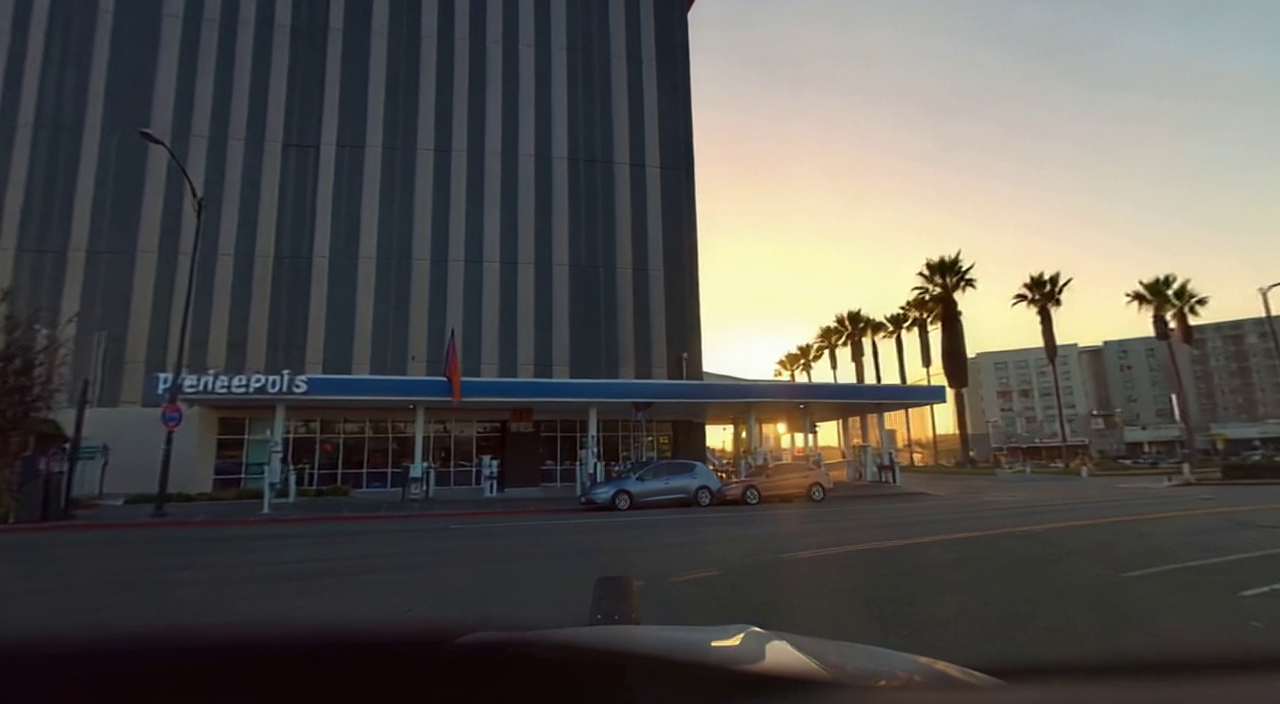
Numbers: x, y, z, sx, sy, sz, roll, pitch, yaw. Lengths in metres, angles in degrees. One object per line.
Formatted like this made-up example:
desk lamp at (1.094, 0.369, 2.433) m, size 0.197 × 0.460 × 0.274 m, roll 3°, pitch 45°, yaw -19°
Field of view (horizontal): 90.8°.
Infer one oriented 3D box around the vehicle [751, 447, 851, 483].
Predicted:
vehicle at (11.887, 8.309, 46.478) m, size 7.026 × 2.329 × 2.545 m, roll 5°, pitch -8°, yaw -24°

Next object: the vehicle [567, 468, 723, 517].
vehicle at (0.186, 4.527, 20.685) m, size 4.782 × 1.371 × 1.763 m, roll 4°, pitch -10°, yaw -25°

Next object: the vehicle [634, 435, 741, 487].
vehicle at (2.726, 6.221, 36.152) m, size 5.524 × 2.504 × 2.196 m, roll 7°, pitch -8°, yaw -20°
